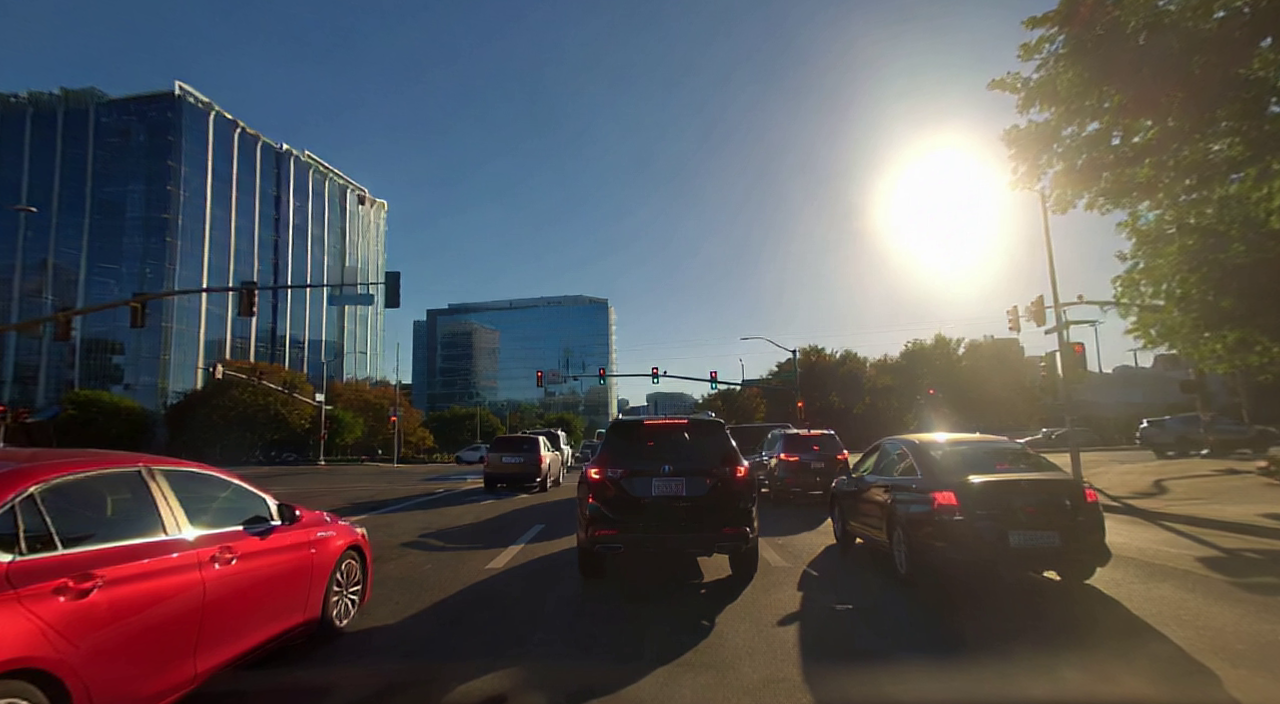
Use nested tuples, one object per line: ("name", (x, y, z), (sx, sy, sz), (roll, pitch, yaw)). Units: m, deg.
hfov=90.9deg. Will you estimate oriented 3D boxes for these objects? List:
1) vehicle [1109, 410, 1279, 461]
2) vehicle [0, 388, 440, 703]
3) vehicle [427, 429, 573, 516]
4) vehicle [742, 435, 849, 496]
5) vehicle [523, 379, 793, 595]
("vehicle", (24.669, 3.737, 28.013), (5.539, 2.007, 2.154), (-3, -9, 7))
("vehicle", (-3.216, 1.206, 4.477), (1.958, 1.494, 4.624), (0, -8, 2))
("vehicle", (-2.677, 2.407, 13.087), (1.851, 1.502, 4.042), (0, -8, 4))
("vehicle", (4.099, 3.056, 17.343), (1.979, 1.453, 4.011), (0, -8, 1))
("vehicle", (0.205, 1.466, 7.641), (2.300, 1.832, 4.331), (0, -8, 1))
